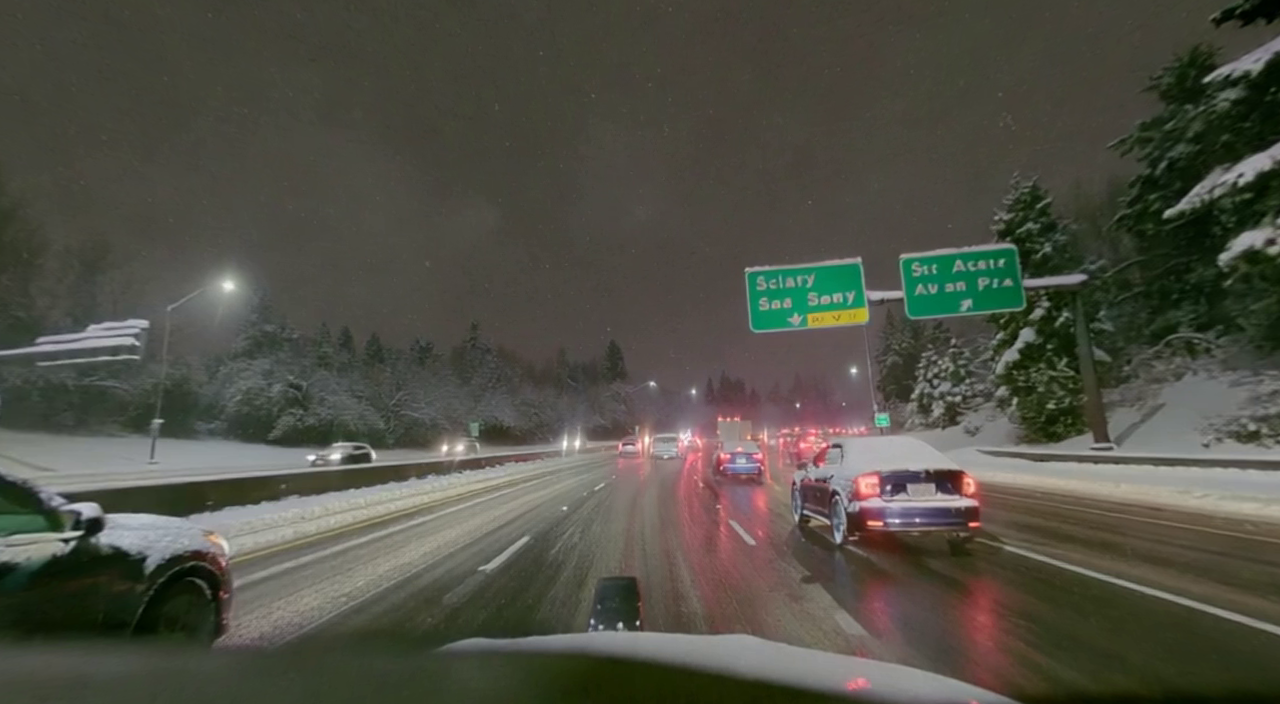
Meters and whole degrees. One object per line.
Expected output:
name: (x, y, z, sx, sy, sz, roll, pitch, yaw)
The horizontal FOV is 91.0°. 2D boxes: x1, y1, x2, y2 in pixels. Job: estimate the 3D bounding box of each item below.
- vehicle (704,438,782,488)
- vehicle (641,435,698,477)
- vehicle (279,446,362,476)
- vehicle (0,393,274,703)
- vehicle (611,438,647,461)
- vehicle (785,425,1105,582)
vehicle: (3.356, 3.714, 21.367, 2.009, 1.489, 4.559, 0, -9, 2)
vehicle: (1.267, 4.321, 26.304, 2.201, 1.614, 3.803, -1, -9, 3)
vehicle: (-18.249, 6.233, 36.282, 1.998, 1.557, 4.757, -1, -9, 5)
vehicle: (-3.218, 0.824, 1.510, 1.937, 1.558, 4.469, 0, -9, 1)
vehicle: (-0.715, 6.899, 44.649, 2.059, 1.516, 4.236, -1, -9, 6)
vehicle: (3.476, 1.821, 8.460, 2.014, 1.489, 4.696, 0, -9, 1)
